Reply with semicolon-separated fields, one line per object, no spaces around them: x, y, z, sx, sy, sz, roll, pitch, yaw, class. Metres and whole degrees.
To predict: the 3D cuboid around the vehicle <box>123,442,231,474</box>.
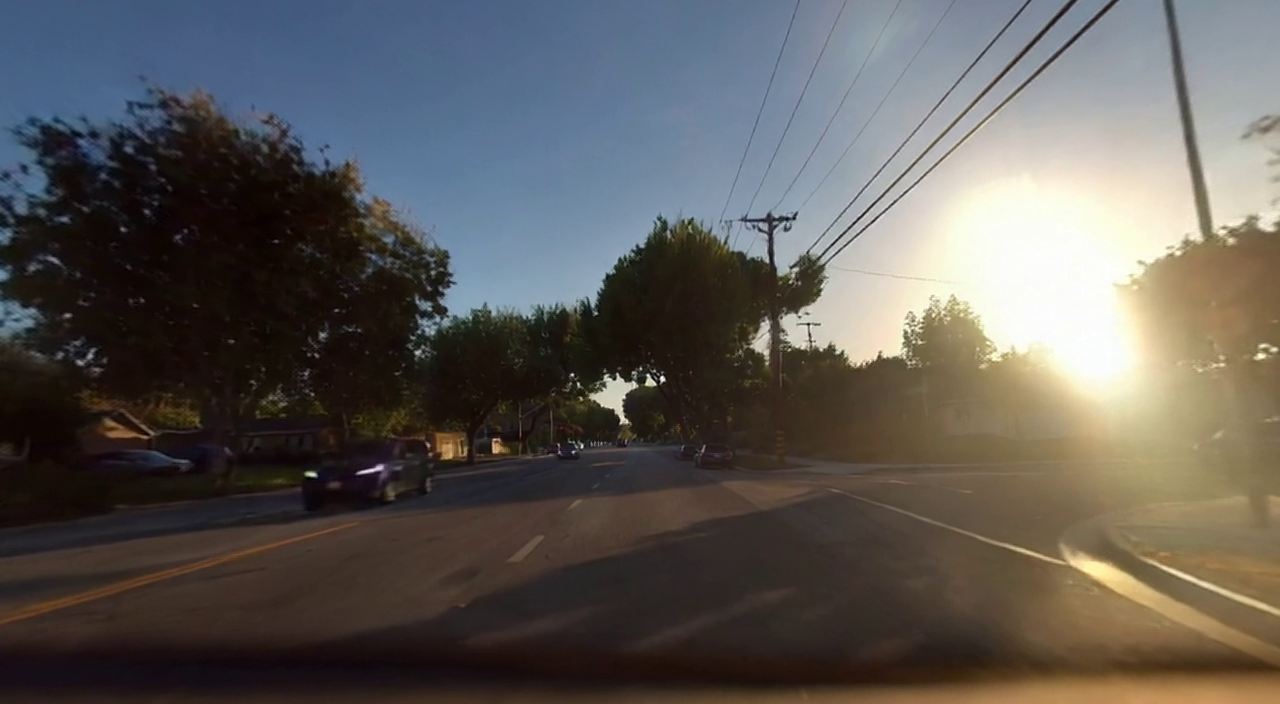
-28.589;6.550;39.133;4.750;1.845;2.382;0;-8;-1;vehicle

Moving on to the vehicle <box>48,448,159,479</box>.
-28.361;5.906;33.535;1.780;1.467;3.992;-2;-10;21;vehicle

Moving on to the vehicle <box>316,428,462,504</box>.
-6.750;3.126;17.738;2.092;1.810;4.882;0;-8;0;vehicle

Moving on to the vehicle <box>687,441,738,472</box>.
3.750;5.465;33.318;2.031;1.500;4.590;0;-8;-1;vehicle
